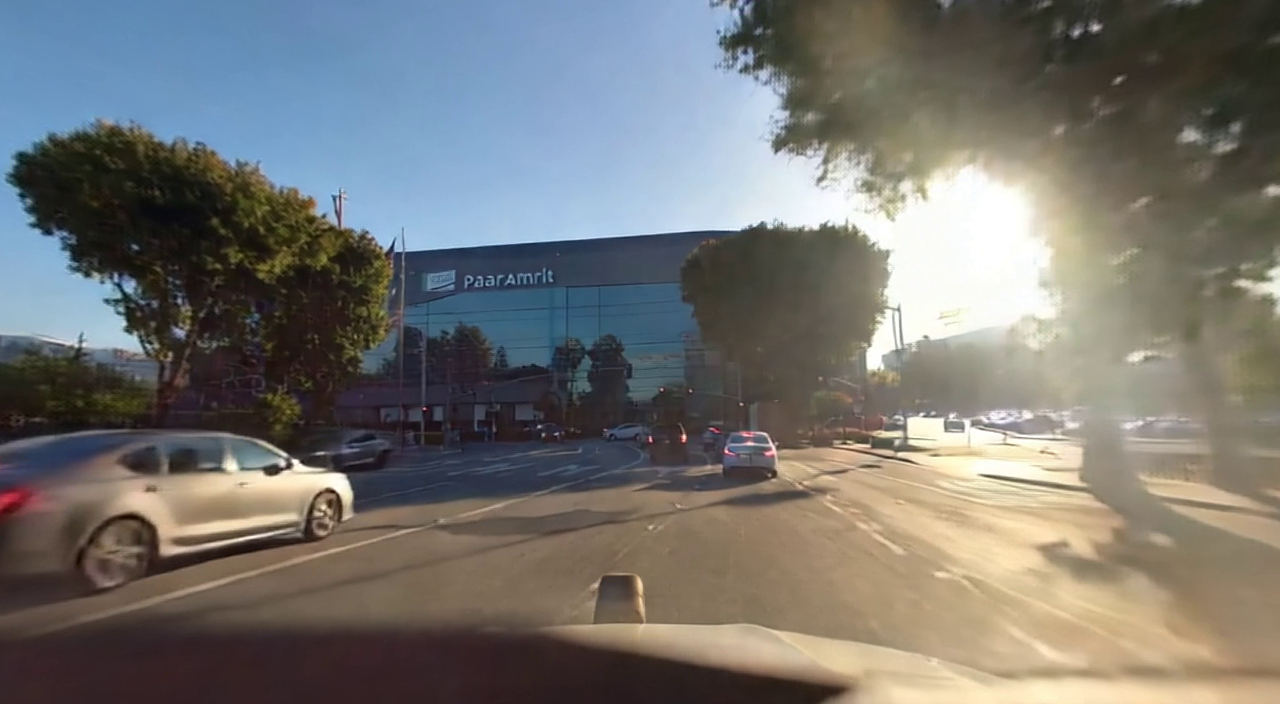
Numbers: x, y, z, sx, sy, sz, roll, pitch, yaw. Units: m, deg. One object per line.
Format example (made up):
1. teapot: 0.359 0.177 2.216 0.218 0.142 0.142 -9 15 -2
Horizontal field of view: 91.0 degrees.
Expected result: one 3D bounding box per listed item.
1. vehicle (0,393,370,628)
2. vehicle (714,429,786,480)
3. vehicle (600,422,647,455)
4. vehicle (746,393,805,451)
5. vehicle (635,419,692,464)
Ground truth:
1. vehicle: -4.841 1.347 6.232 2.010 1.515 4.152 -1 -9 9
2. vehicle: 3.666 3.434 21.281 2.109 1.500 4.585 -1 -9 9
3. vehicle: -0.874 5.174 37.499 2.078 1.787 5.006 -1 -9 7
4. vehicle: 9.798 5.342 46.521 2.965 3.900 9.064 -1 -9 4
5. vehicle: 1.175 4.207 29.458 2.188 1.892 4.488 -1 -9 8
